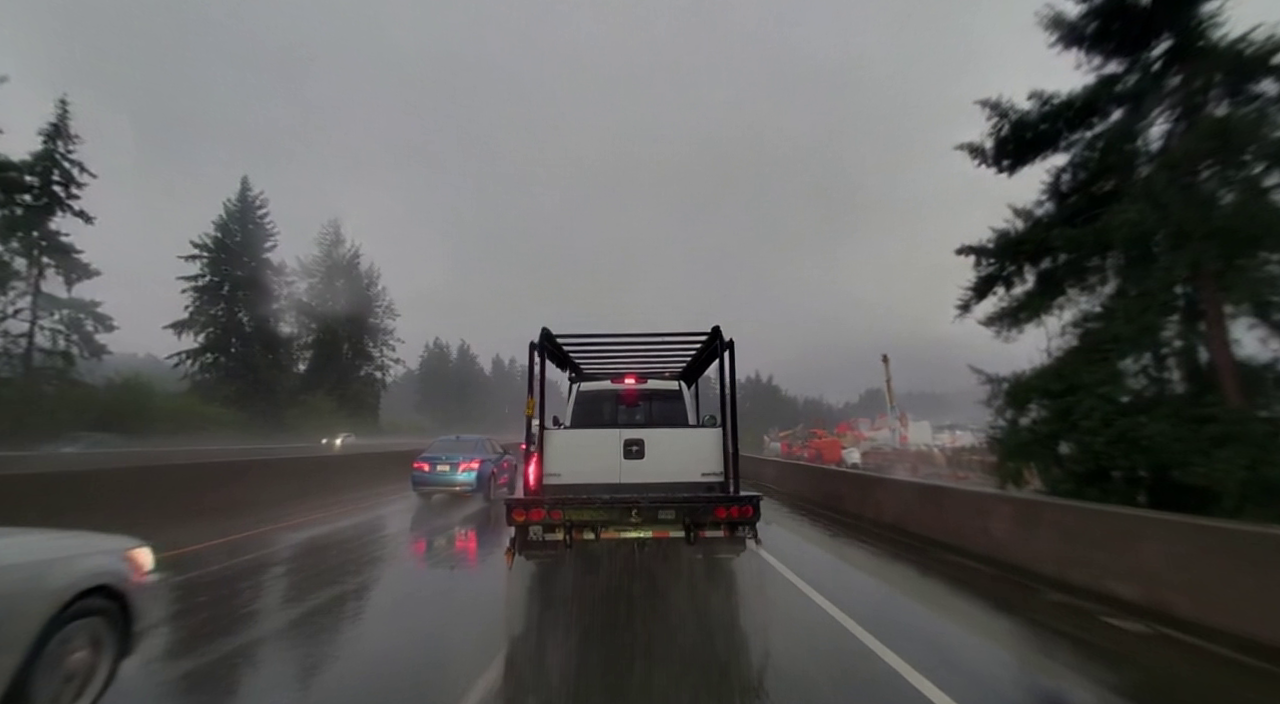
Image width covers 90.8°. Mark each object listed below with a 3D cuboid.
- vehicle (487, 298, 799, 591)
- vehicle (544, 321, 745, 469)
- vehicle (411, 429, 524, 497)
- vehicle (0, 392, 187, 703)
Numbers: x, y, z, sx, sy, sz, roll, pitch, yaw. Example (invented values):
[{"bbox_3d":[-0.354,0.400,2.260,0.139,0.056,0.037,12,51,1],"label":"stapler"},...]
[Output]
[{"bbox_3d":[-0.175,1.572,10.879,2.735,2.597,10.435,0,-9,-2],"label":"vehicle"},{"bbox_3d":[-0.037,0.802,9.181,2.156,1.604,4.680,0,-9,-2],"label":"vehicle"},{"bbox_3d":[-4.690,3.091,17.985,2.057,1.665,4.572,0,-9,-2],"label":"vehicle"},{"bbox_3d":[-3.819,0.720,1.268,2.155,1.513,4.964,0,-9,0],"label":"vehicle"}]
